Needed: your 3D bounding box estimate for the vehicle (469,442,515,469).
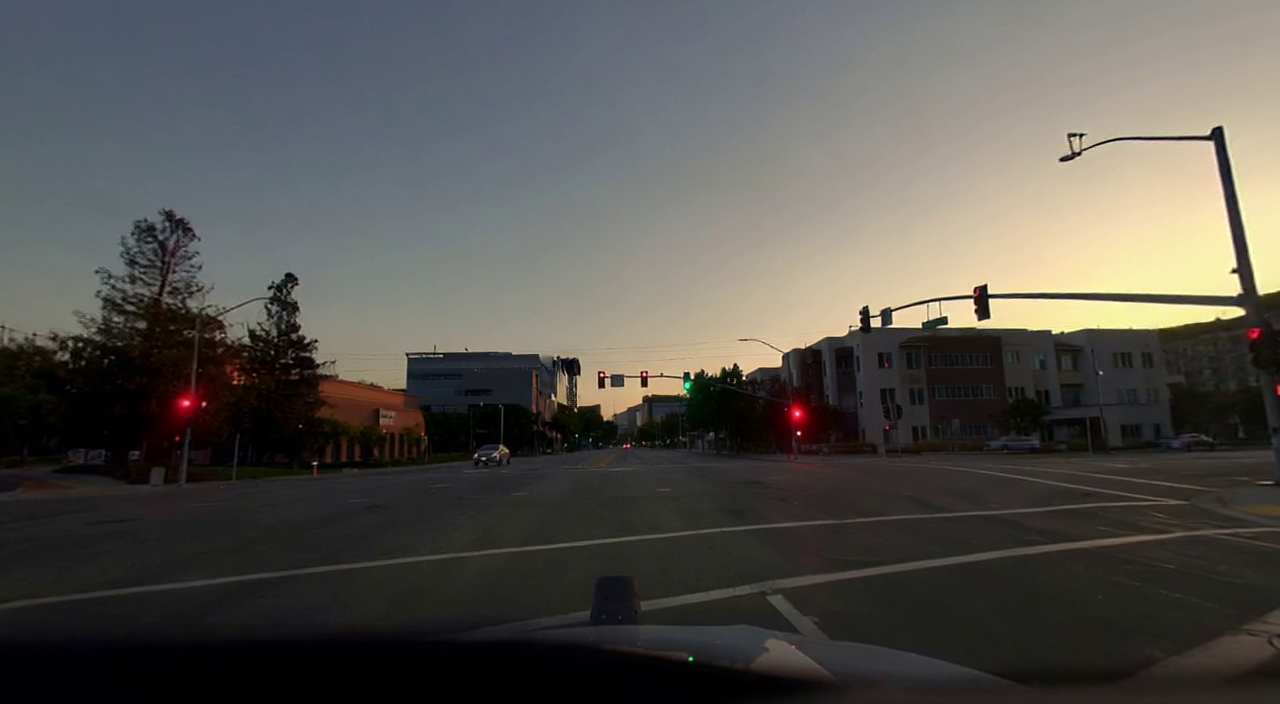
[{"bbox_3d":[-9.728,6.800,41.791,1.988,1.692,4.412,0,-8,0],"label":"vehicle"}]
